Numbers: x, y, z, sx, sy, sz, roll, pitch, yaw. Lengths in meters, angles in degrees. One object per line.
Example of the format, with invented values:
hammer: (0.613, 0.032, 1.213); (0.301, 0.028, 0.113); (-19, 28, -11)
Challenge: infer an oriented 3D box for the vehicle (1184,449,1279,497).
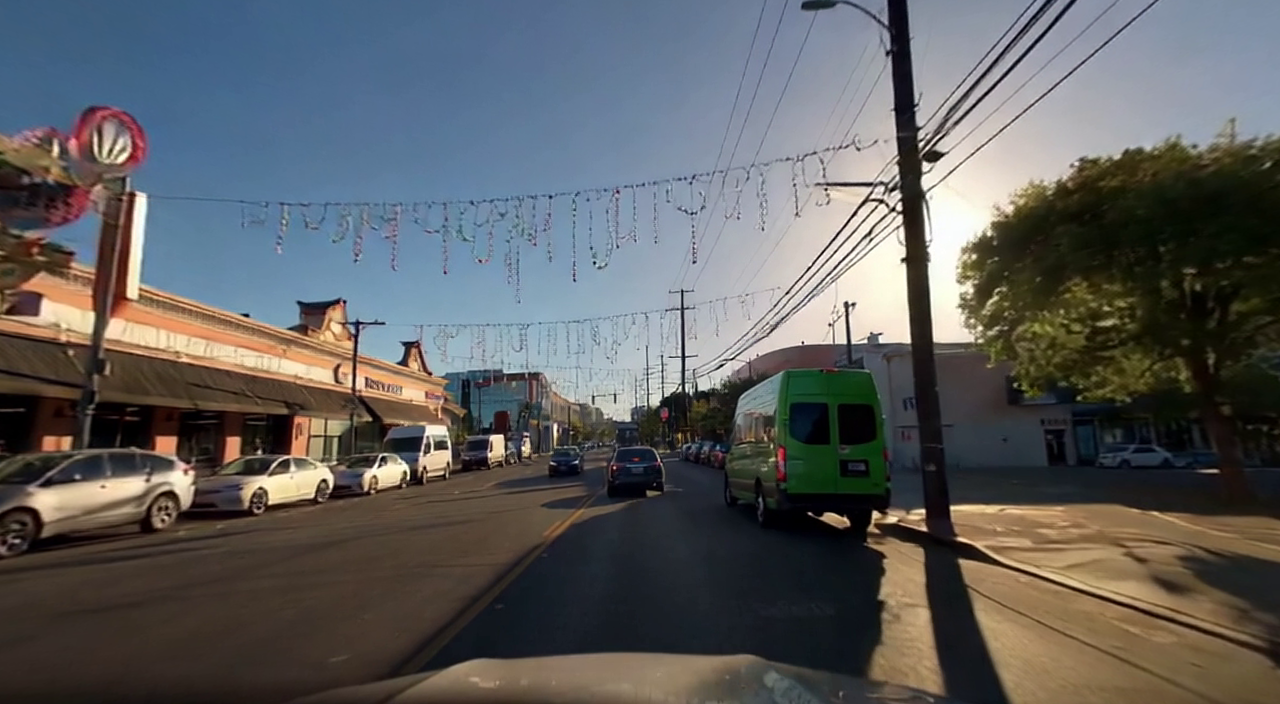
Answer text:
vehicle: (20.515, 4.105, 21.897); (2.058, 1.478, 4.429); (-6, -11, 36)

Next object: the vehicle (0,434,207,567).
vehicle: (-9.562, 2.220, 10.050); (2.156, 1.745, 4.504); (0, -9, -1)

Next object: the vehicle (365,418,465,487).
vehicle: (-9.795, 4.442, 28.181); (2.398, 2.723, 5.816); (0, -9, -2)

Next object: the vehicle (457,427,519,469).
vehicle: (-10.010, 6.404, 42.287); (2.964, 2.597, 6.437); (0, -9, -4)

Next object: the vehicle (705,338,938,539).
vehicle: (3.002, 1.756, 12.747); (2.419, 2.927, 6.907); (0, -9, -2)

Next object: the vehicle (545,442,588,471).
vehicle: (-4.018, 5.821, 35.291); (1.974, 1.484, 4.400); (0, -9, -1)

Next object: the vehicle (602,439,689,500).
vehicle: (0.130, 3.194, 17.617); (2.112, 1.464, 4.411); (0, -9, 0)

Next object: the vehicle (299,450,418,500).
vehicle: (-9.579, 4.184, 22.003); (2.063, 1.481, 4.722); (0, -9, -2)

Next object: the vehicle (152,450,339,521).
vehicle: (-9.658, 3.251, 16.002); (1.848, 1.517, 4.452); (0, -9, 0)
